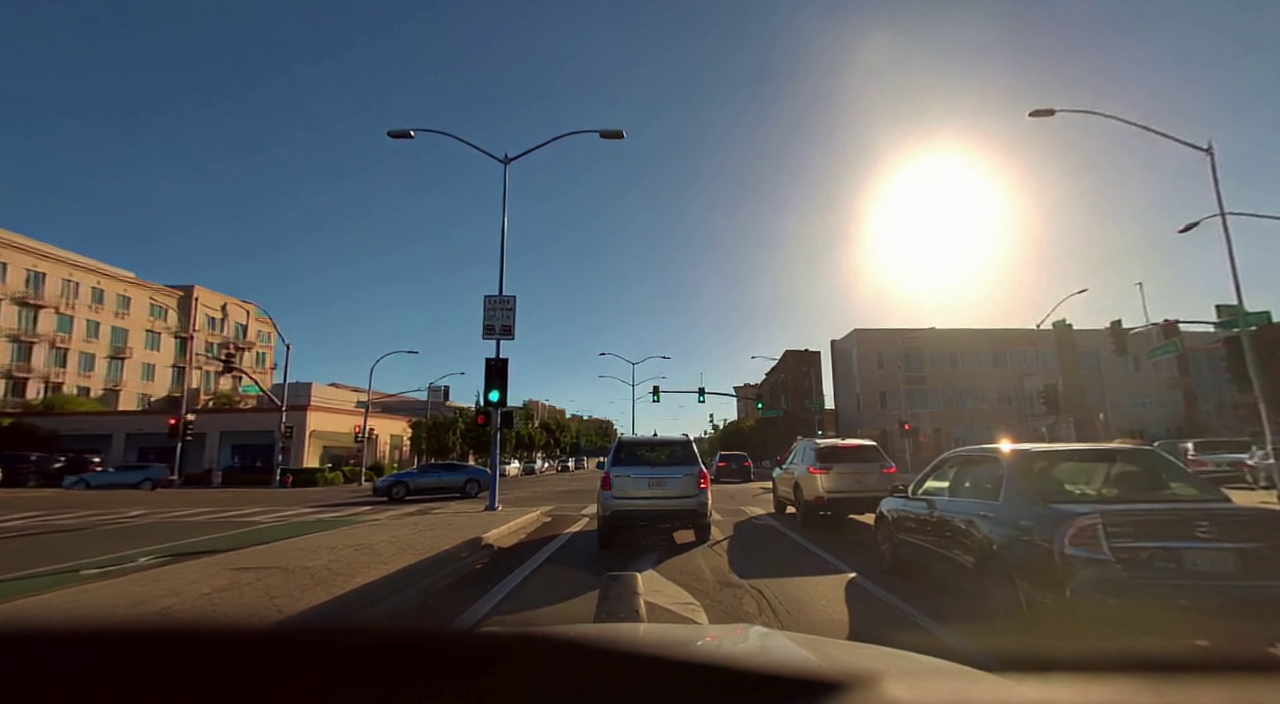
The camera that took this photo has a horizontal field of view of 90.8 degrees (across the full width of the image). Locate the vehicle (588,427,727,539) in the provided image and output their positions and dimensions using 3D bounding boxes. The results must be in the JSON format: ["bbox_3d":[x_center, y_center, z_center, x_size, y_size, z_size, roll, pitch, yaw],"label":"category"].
[{"bbox_3d":[0.219,2.507,12.766,2.292,1.840,4.394,0,-9,-2],"label":"vehicle"}]

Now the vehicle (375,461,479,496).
[{"bbox_3d":[-9.606,5.655,28.397,4.447,1.430,1.885,-5,-12,30],"label":"vehicle"}]

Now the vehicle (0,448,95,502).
[{"bbox_3d":[-25.017,4.779,24.783,5.062,1.946,2.243,0,-9,0],"label":"vehicle"}]

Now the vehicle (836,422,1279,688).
[{"bbox_3d":[3.569,1.540,6.113,2.056,1.516,4.776,-1,-9,3],"label":"vehicle"}]
